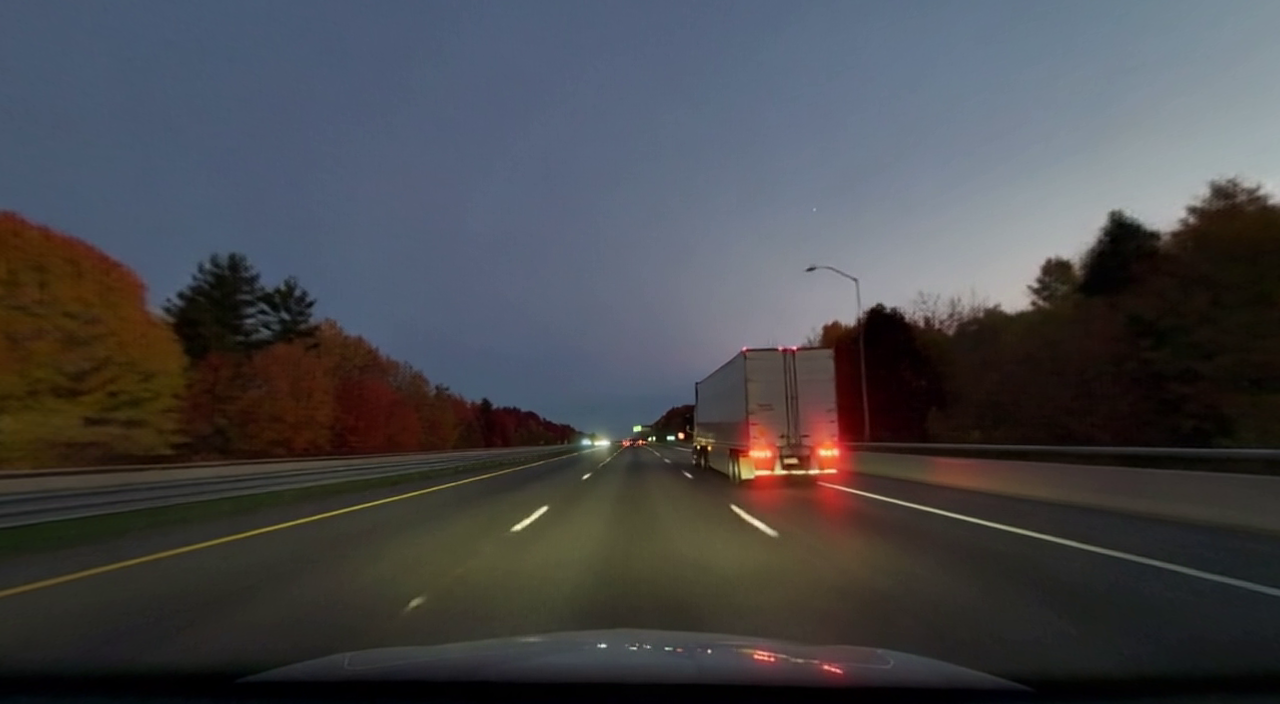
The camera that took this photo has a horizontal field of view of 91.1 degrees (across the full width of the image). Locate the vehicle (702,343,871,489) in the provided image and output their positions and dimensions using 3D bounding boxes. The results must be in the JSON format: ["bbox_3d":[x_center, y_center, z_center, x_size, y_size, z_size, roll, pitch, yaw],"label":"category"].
[{"bbox_3d":[4.306,2.292,21.112,3.348,3.847,8.908,0,-8,-1],"label":"vehicle"}]
